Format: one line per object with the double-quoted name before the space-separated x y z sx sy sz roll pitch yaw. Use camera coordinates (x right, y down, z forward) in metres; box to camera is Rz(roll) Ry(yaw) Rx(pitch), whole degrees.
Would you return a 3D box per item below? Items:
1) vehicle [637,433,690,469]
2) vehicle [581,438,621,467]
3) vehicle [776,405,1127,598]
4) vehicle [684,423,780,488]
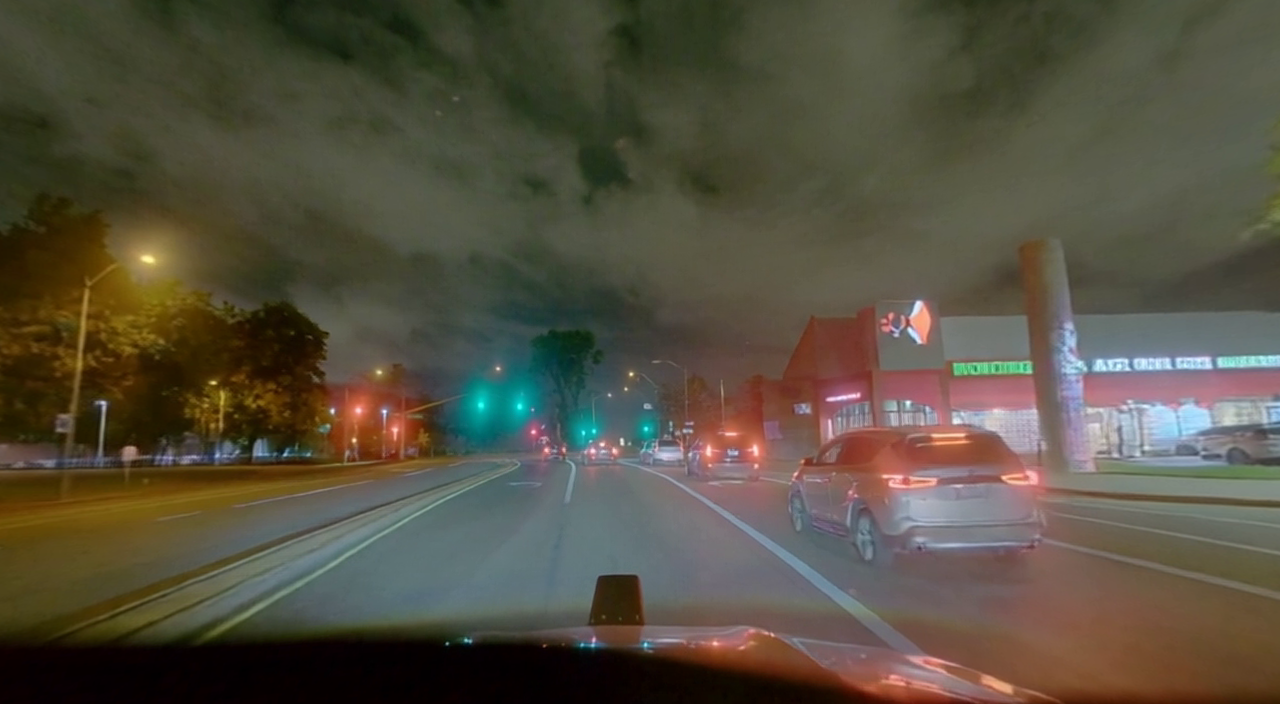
"vehicle" 1.206 5.364 34.490 2.216 1.750 4.520 0 -8 -6
"vehicle" -2.228 5.593 35.175 2.068 1.512 3.987 1 -9 -6
"vehicle" 3.129 1.553 7.488 1.966 1.596 3.980 -1 -8 -2
"vehicle" 2.693 3.182 19.641 2.046 1.768 4.370 1 -9 -4
